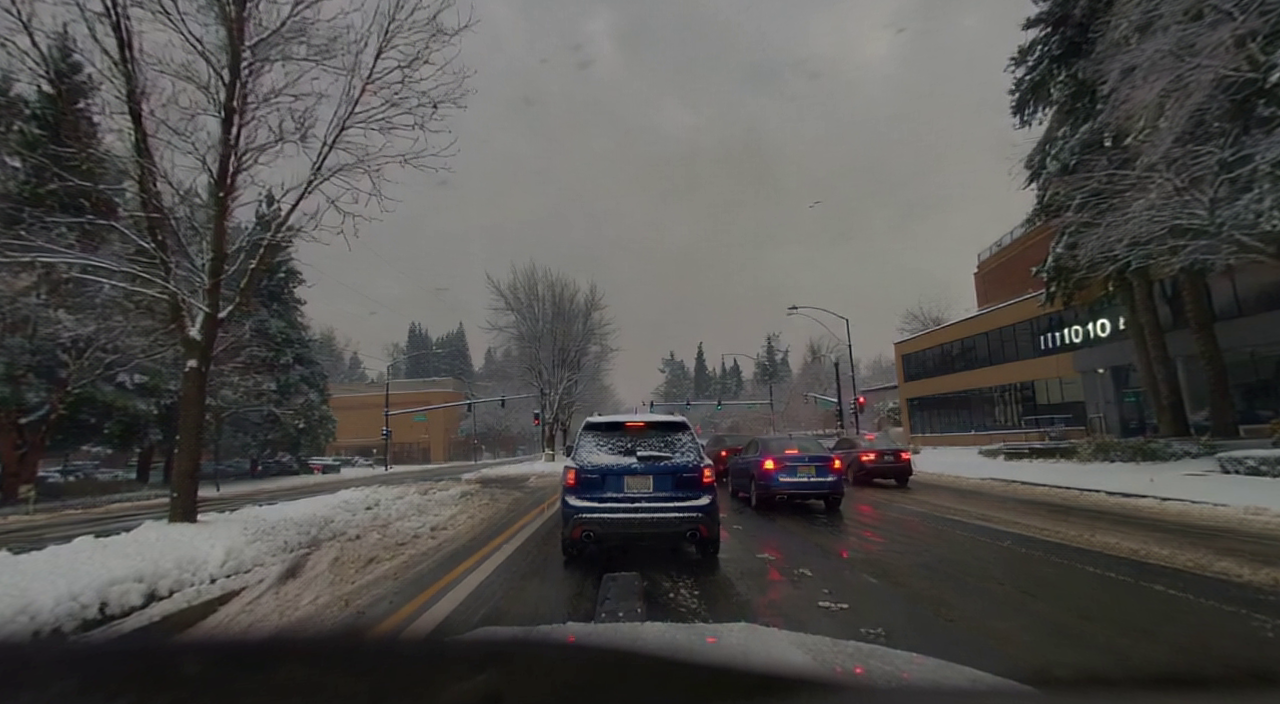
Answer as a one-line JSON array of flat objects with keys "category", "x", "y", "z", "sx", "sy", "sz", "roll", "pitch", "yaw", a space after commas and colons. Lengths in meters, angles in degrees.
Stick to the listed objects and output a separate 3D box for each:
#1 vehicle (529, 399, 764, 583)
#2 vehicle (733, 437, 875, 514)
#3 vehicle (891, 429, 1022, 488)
[{"category": "vehicle", "x": 0.061, "y": 1.660, "z": 8.262, "sx": 2.266, "sy": 1.762, "sz": 4.131, "roll": 0, "pitch": -9, "yaw": 0}, {"category": "vehicle", "x": 3.495, "y": 2.719, "z": 14.414, "sx": 1.997, "sy": 1.471, "sz": 4.321, "roll": 0, "pitch": -9, "yaw": -1}, {"category": "vehicle", "x": 10.862, "y": 3.698, "z": 22.133, "sx": 2.123, "sy": 1.812, "sz": 4.553, "roll": 0, "pitch": -9, "yaw": -1}]
